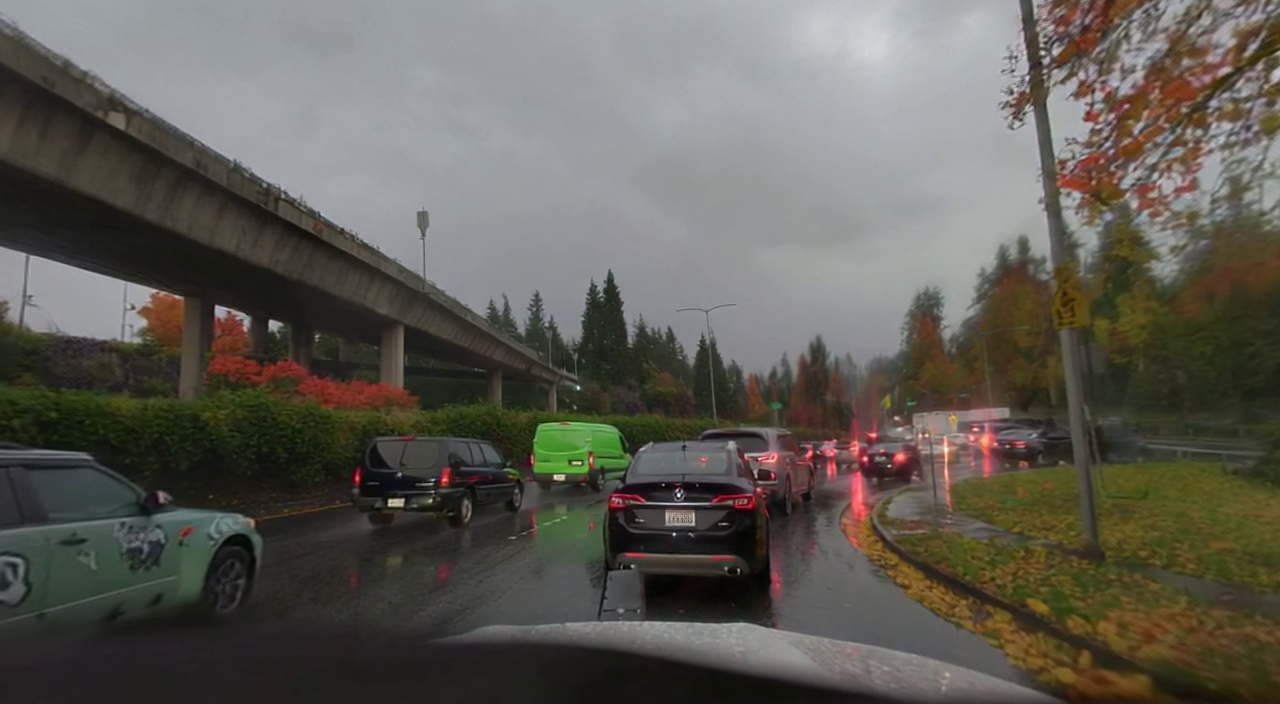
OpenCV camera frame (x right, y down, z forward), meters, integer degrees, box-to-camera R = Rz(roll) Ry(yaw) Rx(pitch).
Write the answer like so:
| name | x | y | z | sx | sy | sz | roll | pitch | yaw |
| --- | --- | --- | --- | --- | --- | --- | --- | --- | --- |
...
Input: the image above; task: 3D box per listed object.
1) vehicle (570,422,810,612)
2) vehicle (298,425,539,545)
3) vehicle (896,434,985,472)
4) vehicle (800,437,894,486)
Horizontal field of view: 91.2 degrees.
| name | x | y | z | sx | sy | sz | roll | pitch | yaw |
| --- | --- | --- | --- | --- | --- | --- | --- | --- | --- |
| vehicle | 0.843 | 1.663 | 7.197 | 2.064 | 1.515 | 3.722 | -3 | -9 | 15 |
| vehicle | -3.332 | 2.087 | 10.448 | 1.921 | 1.554 | 4.081 | -2 | -9 | 11 |
| vehicle | 12.865 | 4.287 | 26.723 | 3.934 | 1.485 | 1.763 | 7 | -11 | -38 |
| vehicle | 6.940 | 3.577 | 20.746 | 1.780 | 1.446 | 3.902 | -7 | -11 | 35 |
